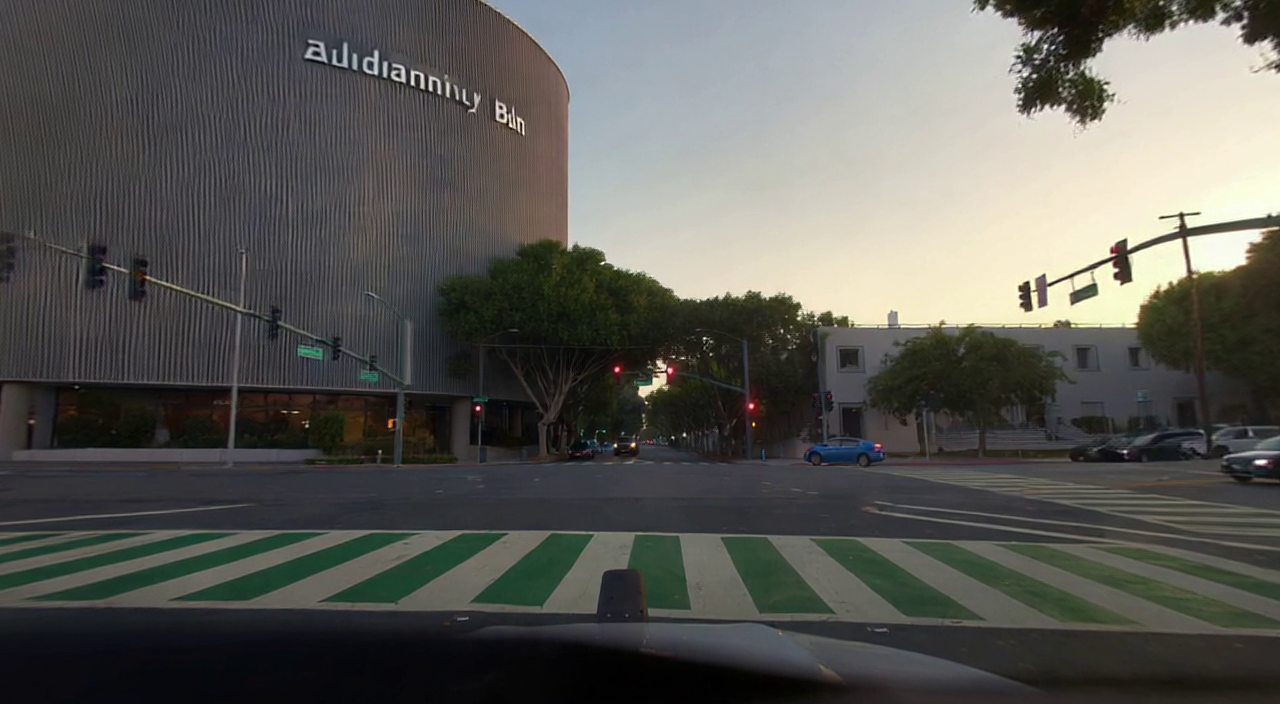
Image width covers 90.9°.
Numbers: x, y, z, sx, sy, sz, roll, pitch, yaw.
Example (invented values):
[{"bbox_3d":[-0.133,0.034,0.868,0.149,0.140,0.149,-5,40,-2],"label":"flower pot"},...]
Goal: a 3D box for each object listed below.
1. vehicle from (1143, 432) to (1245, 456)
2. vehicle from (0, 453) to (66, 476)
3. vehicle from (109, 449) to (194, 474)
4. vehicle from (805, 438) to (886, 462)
[{"bbox_3d":[36.157,6.016,41.198,4.767,1.456,1.858,0,-8,3],"label":"vehicle"},{"bbox_3d":[-41.668,7.632,42.757,3.698,1.467,1.779,0,-8,1],"label":"vehicle"},{"bbox_3d":[-33.089,7.399,42.752,4.136,1.661,1.857,0,-8,1],"label":"vehicle"},{"bbox_3d":[12.739,6.130,39.341,4.529,1.457,1.981,-1,-9,9],"label":"vehicle"}]
